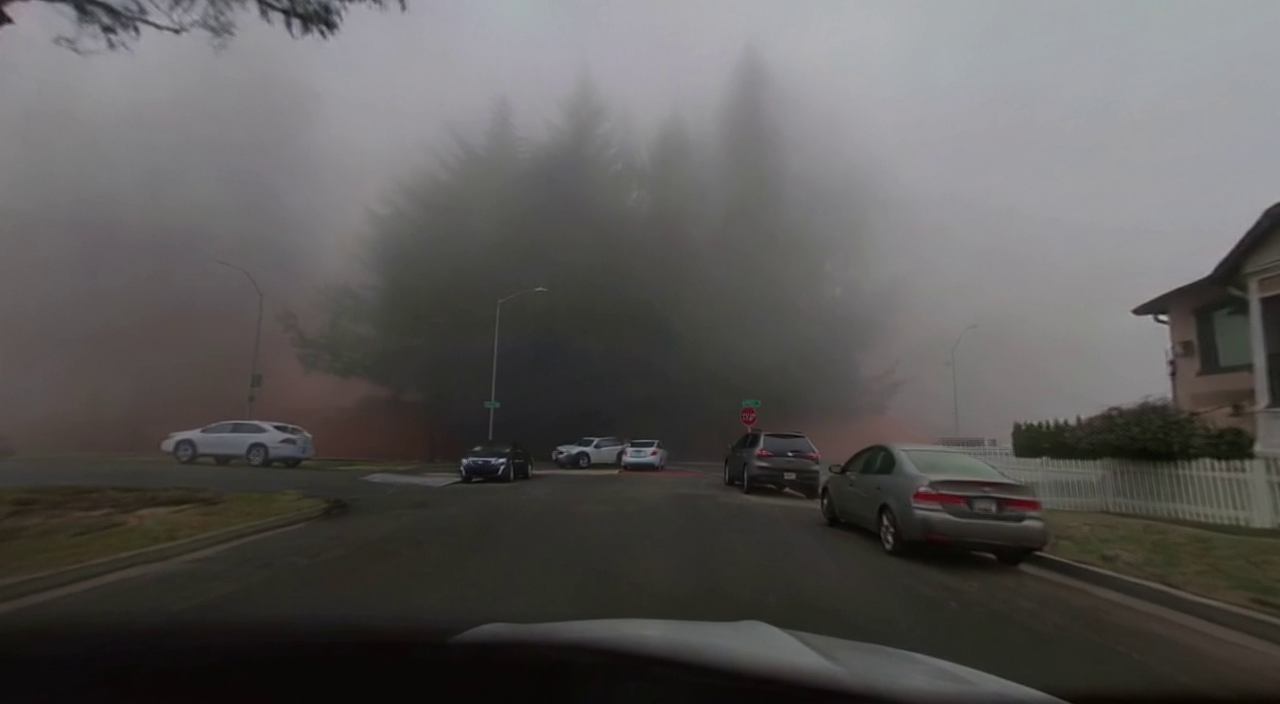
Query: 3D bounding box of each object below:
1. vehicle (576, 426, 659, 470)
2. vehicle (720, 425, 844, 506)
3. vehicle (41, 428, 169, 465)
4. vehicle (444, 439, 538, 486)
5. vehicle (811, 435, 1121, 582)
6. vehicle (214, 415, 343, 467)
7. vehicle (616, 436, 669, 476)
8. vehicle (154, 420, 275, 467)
[{"bbox_3d":[-1.465,5.619,36.911,2.772,2.319,6.249,4,-9,-23],"label":"vehicle"},{"bbox_3d":[3.538,2.880,16.540,2.144,1.751,4.472,2,-8,-1],"label":"vehicle"},{"bbox_3d":[-23.963,4.252,28.383,1.852,1.518,4.438,0,-8,0],"label":"vehicle"},{"bbox_3d":[-5.008,3.786,21.859,1.999,1.441,4.628,0,-8,2],"label":"vehicle"},{"bbox_3d":[3.928,1.923,8.626,1.876,1.477,4.324,0,-8,-1],"label":"vehicle"},{"bbox_3d":[-15.802,3.984,27.960,2.320,2.030,5.730,0,-8,0],"label":"vehicle"},{"bbox_3d":[0.042,4.271,26.045,2.010,1.499,4.107,0,-9,-1],"label":"vehicle"},{"bbox_3d":[-18.691,4.038,27.951,2.103,1.840,4.868,2,-7,-3],"label":"vehicle"}]
